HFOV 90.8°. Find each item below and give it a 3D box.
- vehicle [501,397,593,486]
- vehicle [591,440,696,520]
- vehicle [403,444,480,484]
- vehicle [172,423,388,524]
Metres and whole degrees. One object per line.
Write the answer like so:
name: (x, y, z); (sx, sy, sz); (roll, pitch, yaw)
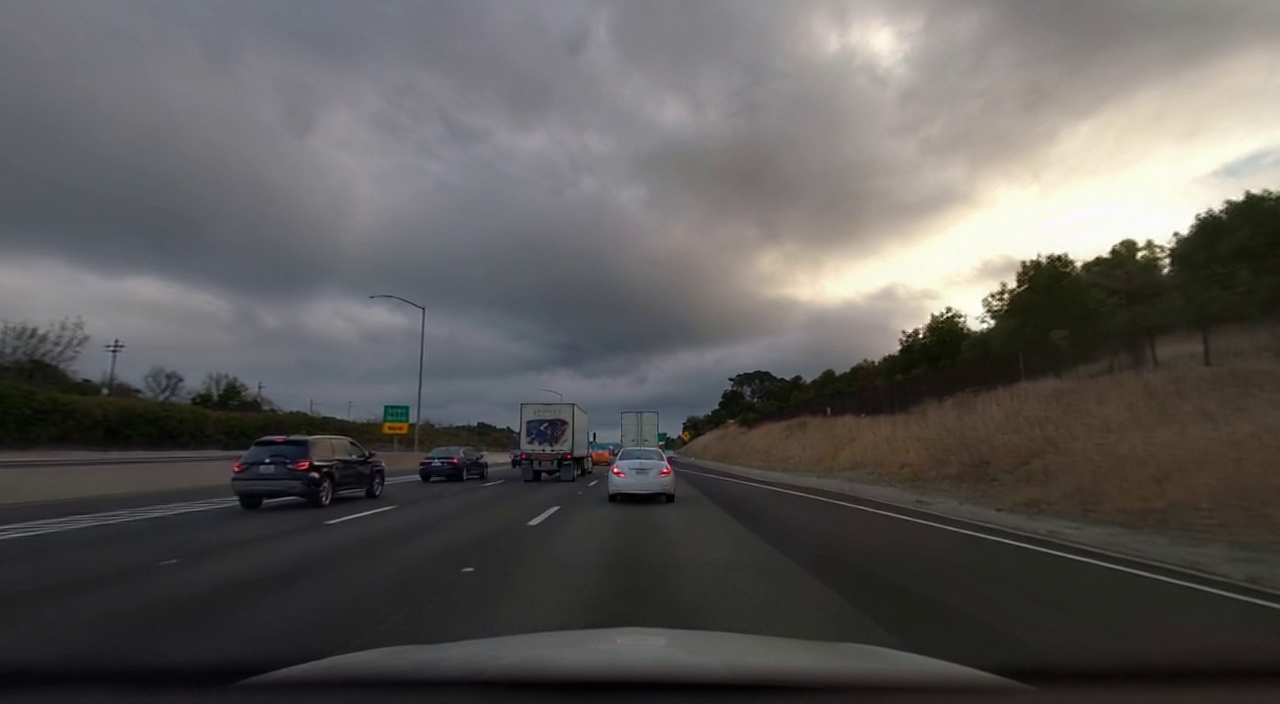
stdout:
vehicle: (-3.793, 3.930, 27.594); (2.812, 3.342, 7.248); (0, -9, 1)
vehicle: (0.044, 2.707, 13.792); (1.995, 1.495, 3.380); (0, -9, -1)
vehicle: (-8.036, 4.559, 25.931); (1.880, 1.512, 3.758); (-1, -9, 1)
vehicle: (-7.220, 2.481, 13.329); (1.952, 1.746, 4.332); (0, -9, 1)
